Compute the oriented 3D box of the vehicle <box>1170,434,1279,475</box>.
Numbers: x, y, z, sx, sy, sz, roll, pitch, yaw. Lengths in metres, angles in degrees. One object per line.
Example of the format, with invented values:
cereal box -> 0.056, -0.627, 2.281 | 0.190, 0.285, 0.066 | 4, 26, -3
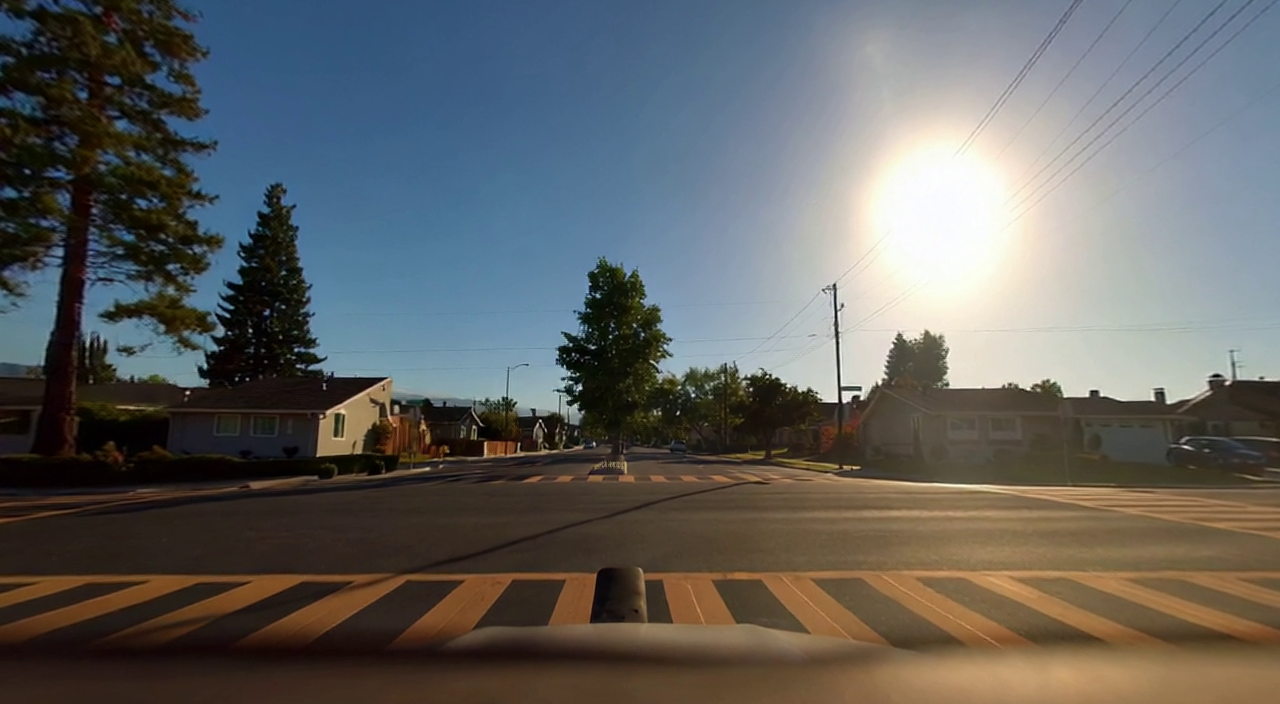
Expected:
vehicle -> 26.563, 4.442, 27.608 | 2.152, 1.606, 5.402 | 0, -8, 1
